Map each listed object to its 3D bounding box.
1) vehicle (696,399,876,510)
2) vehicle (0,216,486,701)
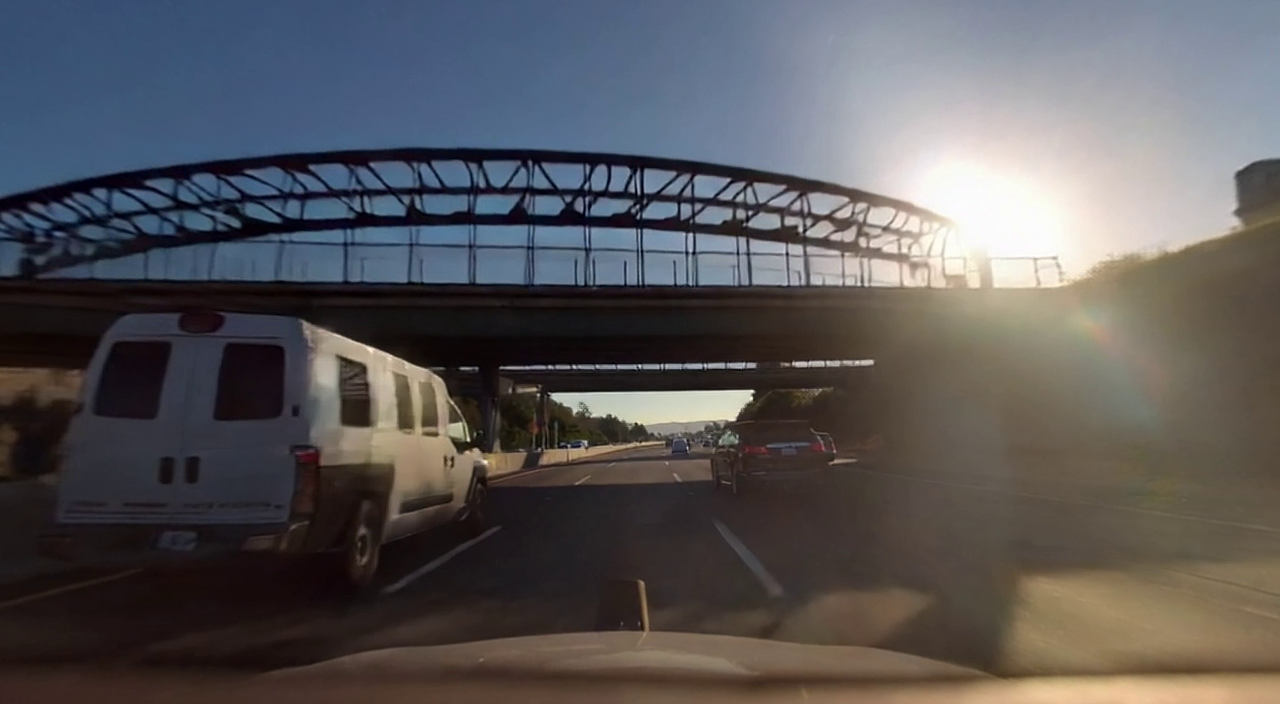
[{"bbox_3d":[3.005,2.361,14.897,2.693,2.044,5.882,-1,-8,-1],"label":"vehicle"},{"bbox_3d":[-3.554,0.981,6.573,2.369,2.682,6.088,-1,-8,0],"label":"vehicle"}]
